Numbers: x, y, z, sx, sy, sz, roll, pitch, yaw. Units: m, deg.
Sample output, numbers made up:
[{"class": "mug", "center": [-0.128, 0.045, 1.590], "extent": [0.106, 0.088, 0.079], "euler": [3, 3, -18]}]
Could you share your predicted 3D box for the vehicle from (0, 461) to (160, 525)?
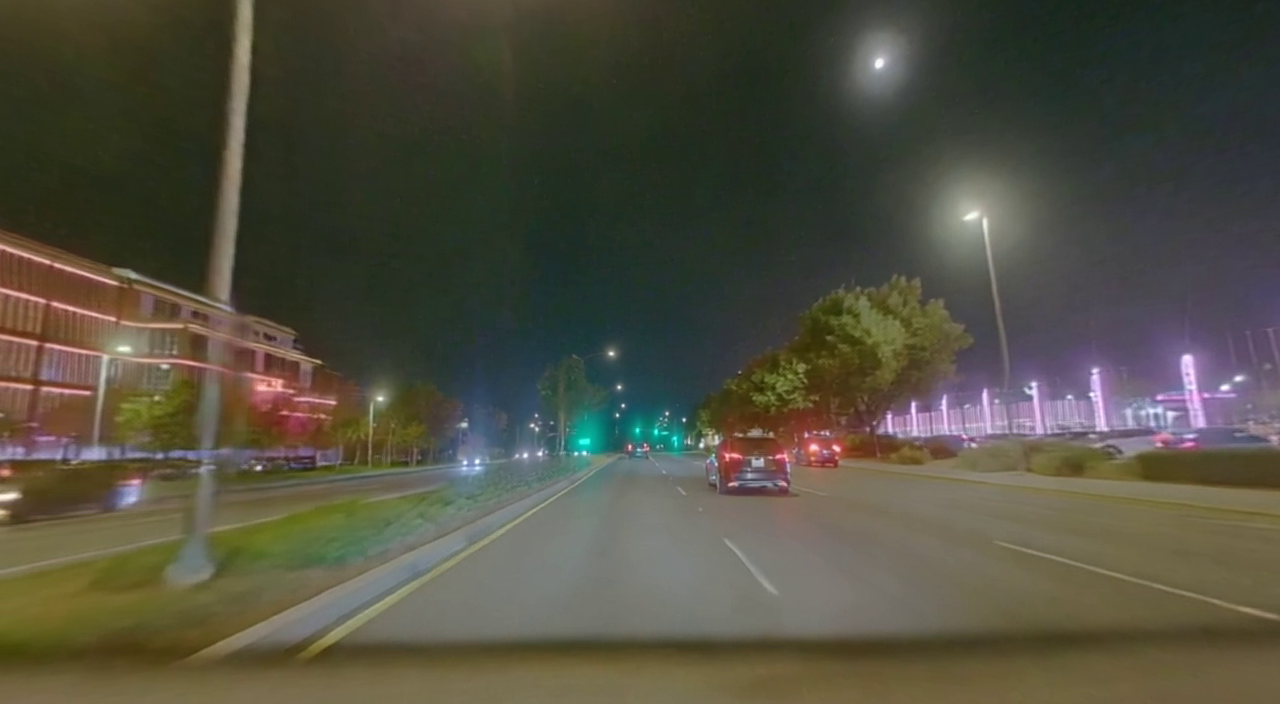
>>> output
[{"class": "vehicle", "center": [-16.316, 3.862, 17.789], "extent": [1.955, 1.428, 4.606], "euler": [0, -9, 0]}]

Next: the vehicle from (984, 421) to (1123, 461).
[{"class": "vehicle", "center": [19.679, 4.286, 30.284], "extent": [4.975, 1.786, 2.223], "euler": [-1, -9, 3]}]

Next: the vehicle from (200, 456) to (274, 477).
[{"class": "vehicle", "center": [-29.620, 8.423, 46.514], "extent": [4.173, 1.482, 1.818], "euler": [0, -9, 1]}]

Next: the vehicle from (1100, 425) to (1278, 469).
[{"class": "vehicle", "center": [19.203, 3.341, 22.246], "extent": [4.418, 1.461, 2.002], "euler": [0, -9, -2]}]

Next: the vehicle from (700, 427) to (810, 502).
[{"class": "vehicle", "center": [2.793, 2.852, 16.407], "extent": [1.963, 1.677, 4.229], "euler": [0, -9, -1]}]
